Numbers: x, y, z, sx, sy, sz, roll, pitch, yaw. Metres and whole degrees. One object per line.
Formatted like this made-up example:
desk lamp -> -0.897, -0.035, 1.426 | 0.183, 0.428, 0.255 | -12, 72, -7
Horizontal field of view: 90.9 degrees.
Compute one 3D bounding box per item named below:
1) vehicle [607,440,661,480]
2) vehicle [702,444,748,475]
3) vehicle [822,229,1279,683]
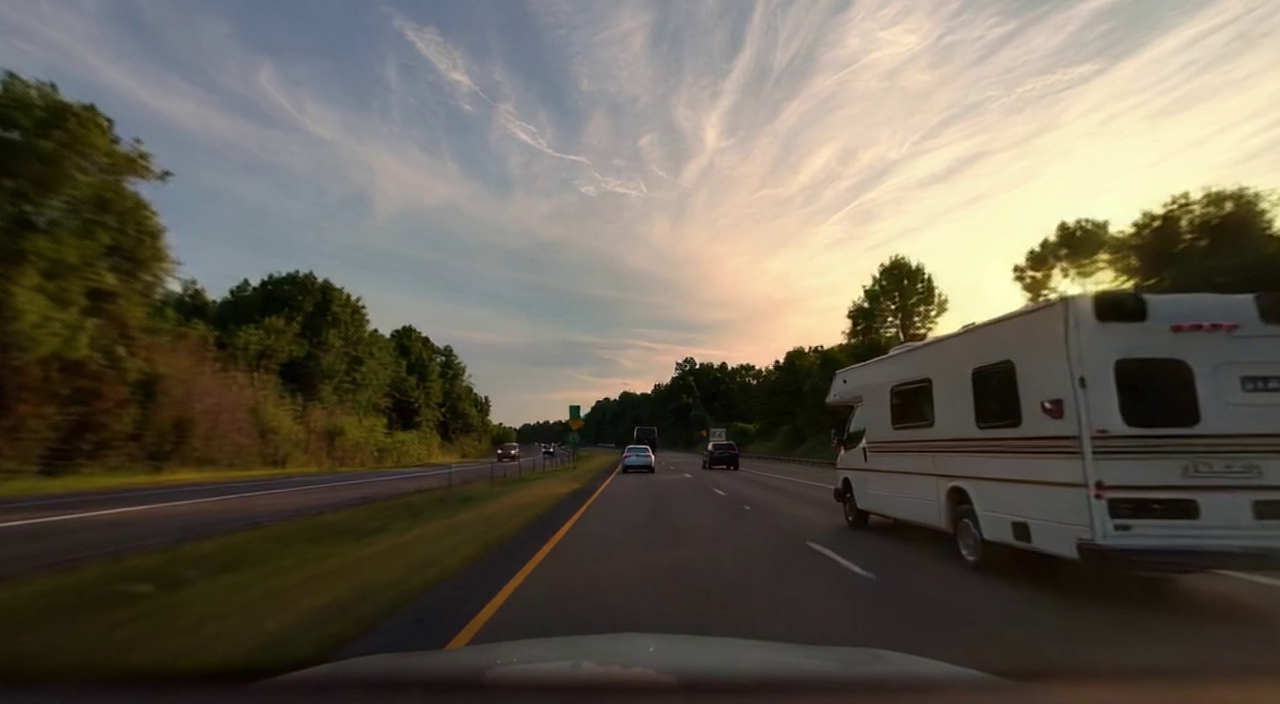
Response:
vehicle -> -0.260, 4.614, 27.057 | 2.120, 1.575, 4.018 | 0, -9, 0
vehicle -> 4.224, 5.390, 31.702 | 1.757, 1.459, 3.398 | 0, -9, -1
vehicle -> 4.589, 1.131, 7.461 | 2.745, 2.832, 7.035 | 1, -9, 0
